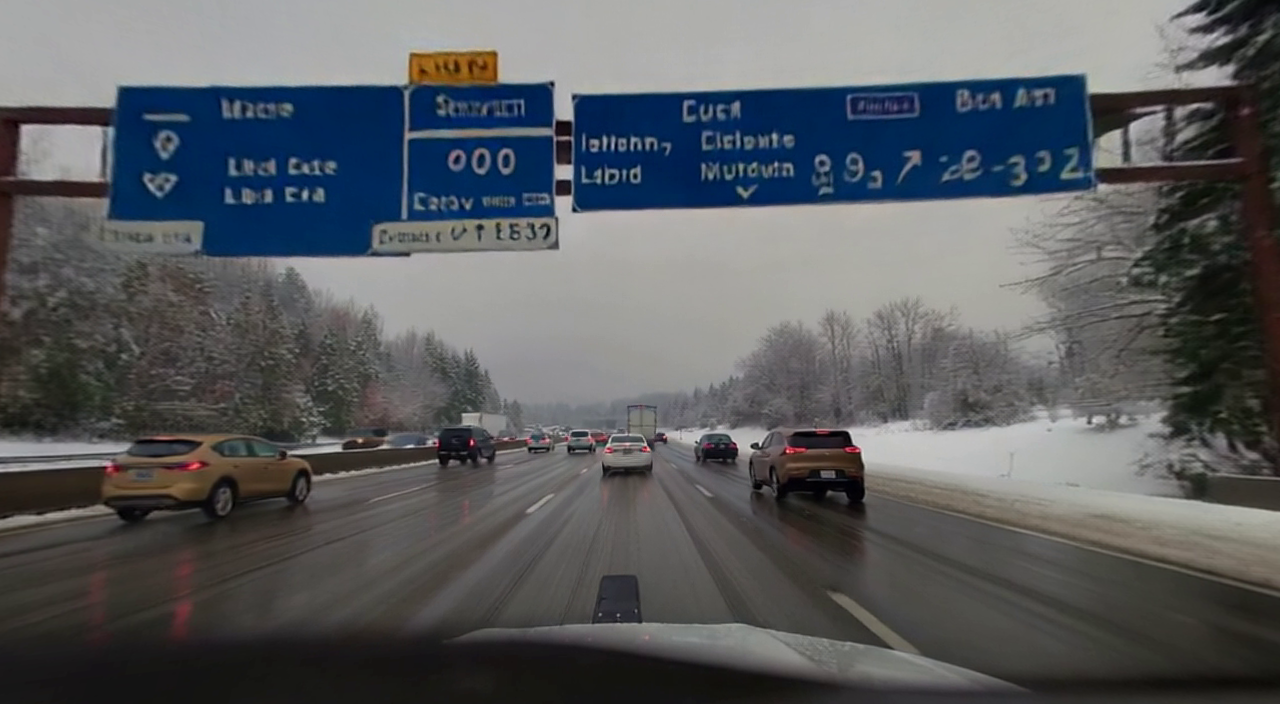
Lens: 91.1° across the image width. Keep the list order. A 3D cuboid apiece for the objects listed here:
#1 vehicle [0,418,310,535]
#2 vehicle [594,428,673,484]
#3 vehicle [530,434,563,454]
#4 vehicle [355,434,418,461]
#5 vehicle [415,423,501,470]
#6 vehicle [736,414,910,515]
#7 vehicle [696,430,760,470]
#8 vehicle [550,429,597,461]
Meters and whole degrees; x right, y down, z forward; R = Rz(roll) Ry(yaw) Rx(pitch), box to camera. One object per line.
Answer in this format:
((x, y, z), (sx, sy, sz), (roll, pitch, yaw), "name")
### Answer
((-7.471, 1.915, 10.319), (1.934, 1.526, 3.966), (0, -8, 0), "vehicle")
((-0.186, 3.081, 19.072), (2.111, 1.494, 4.364), (0, -8, -1), "vehicle")
((-7.060, 6.988, 47.778), (1.896, 1.429, 4.348), (0, -8, 0), "vehicle")
((-15.511, 5.843, 38.723), (2.084, 1.538, 4.162), (0, -8, 0), "vehicle")
((-7.488, 3.921, 26.381), (2.117, 1.779, 4.745), (0, -8, 1), "vehicle")
((3.372, 2.154, 12.637), (2.095, 1.650, 4.331), (0, -8, -1), "vehicle")
((3.531, 4.027, 26.154), (1.972, 1.516, 4.514), (0, -8, -1), "vehicle")
((-3.575, 5.095, 34.605), (2.064, 1.672, 4.277), (0, -8, 1), "vehicle")
